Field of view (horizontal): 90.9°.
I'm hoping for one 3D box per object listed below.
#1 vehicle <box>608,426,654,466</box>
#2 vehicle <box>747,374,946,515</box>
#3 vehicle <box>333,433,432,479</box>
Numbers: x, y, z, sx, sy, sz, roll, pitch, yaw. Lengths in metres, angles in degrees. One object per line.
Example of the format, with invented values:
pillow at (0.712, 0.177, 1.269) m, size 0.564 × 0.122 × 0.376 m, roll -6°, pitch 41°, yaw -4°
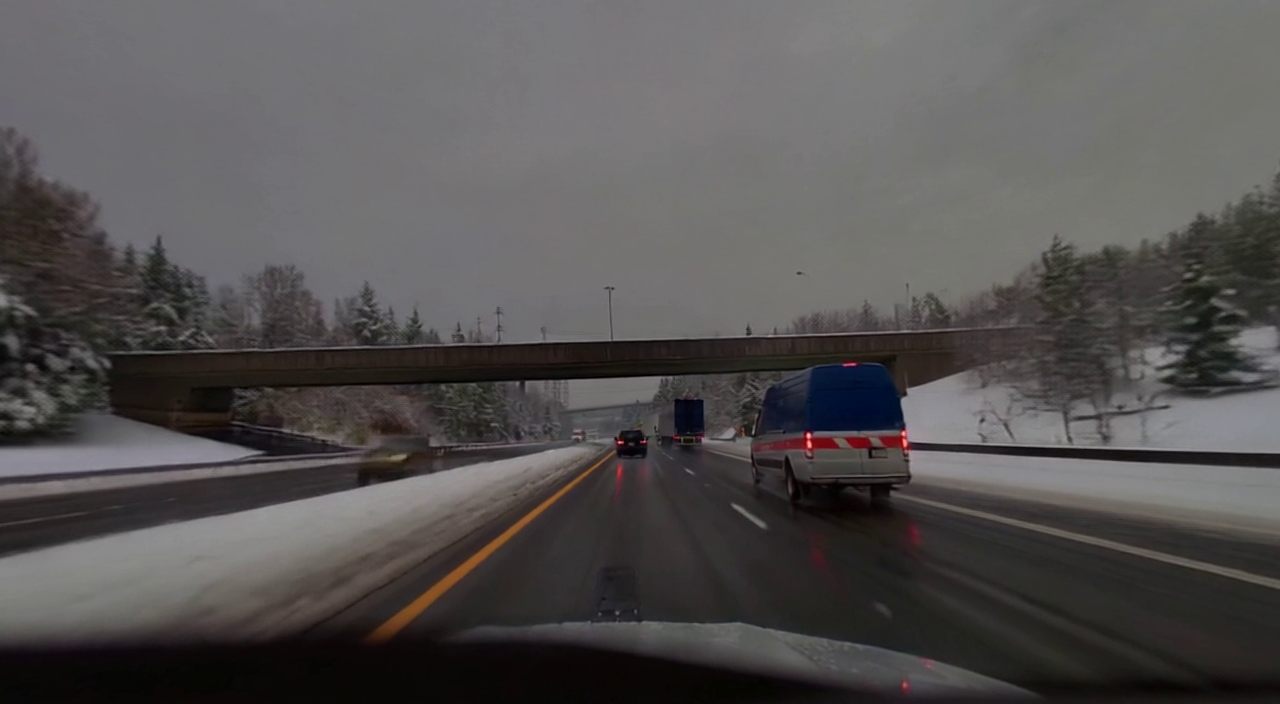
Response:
vehicle at (-0.459, 4.495, 30.277) m, size 2.073 × 1.750 × 4.116 m, roll 0°, pitch -8°, yaw -1°
vehicle at (4.176, 2.022, 14.063) m, size 2.387 × 2.506 × 5.374 m, roll 0°, pitch -8°, yaw -2°
vehicle at (-9.784, 3.950, 24.375) m, size 1.967 × 1.601 × 4.377 m, roll 0°, pitch -8°, yaw 0°
